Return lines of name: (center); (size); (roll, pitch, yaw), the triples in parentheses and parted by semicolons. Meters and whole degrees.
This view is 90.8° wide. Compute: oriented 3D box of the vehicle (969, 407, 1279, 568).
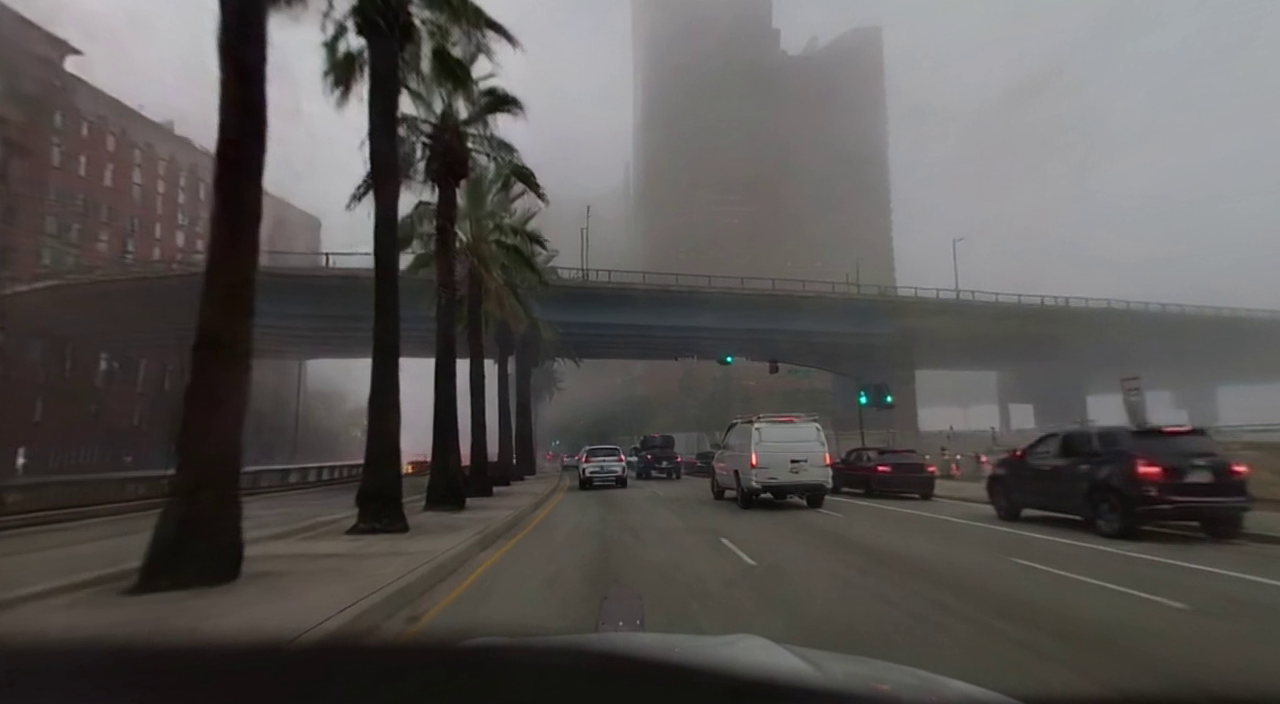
vehicle: (7.284, 1.842, 9.358); (2.164, 1.745, 4.677); (0, -9, -2)

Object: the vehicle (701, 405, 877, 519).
vehicle: (3.142, 2.513, 14.852); (2.434, 2.171, 5.098); (1, -9, -6)

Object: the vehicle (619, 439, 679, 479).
vehicle: (0.367, 5.813, 34.556); (2.407, 1.991, 5.130); (1, -9, -9)

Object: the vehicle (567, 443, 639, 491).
vehicle: (-1.527, 4.322, 24.152); (2.332, 1.625, 4.933); (1, -9, -8)
